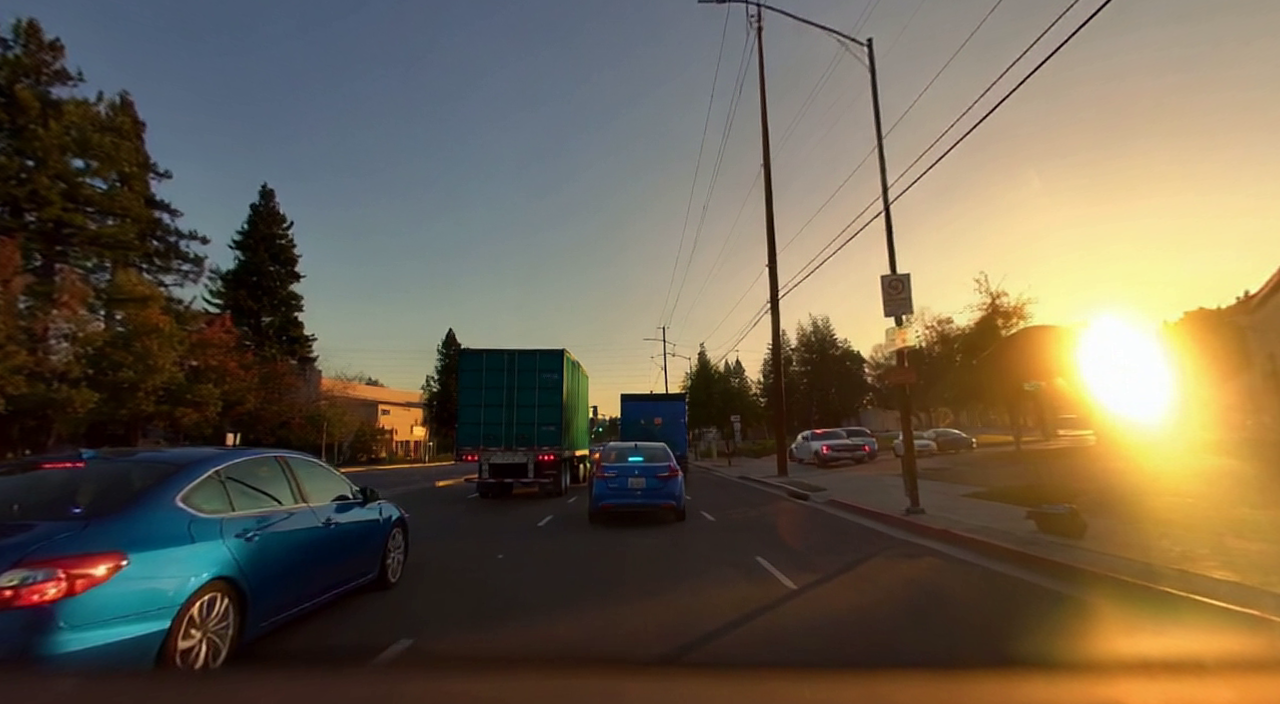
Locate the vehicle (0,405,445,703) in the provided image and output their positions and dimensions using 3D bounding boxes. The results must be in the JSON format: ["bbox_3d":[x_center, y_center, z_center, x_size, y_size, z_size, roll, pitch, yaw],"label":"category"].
[{"bbox_3d":[-3.052,1.236,4.375,1.969,1.471,4.378,0,-8,0],"label":"vehicle"}]

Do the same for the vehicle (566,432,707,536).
[{"bbox_3d":[-0.088,2.246,11.331,2.067,1.506,4.118,0,-8,-1],"label":"vehicle"}]

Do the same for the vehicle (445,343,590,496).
[{"bbox_3d":[-3.291,2.169,19.159,3.020,3.800,7.105,0,-8,-1],"label":"vehicle"}]

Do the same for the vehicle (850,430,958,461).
[{"bbox_3d":[13.255,4.725,31.750,4.574,1.478,1.880,0,-8,3],"label":"vehicle"}]

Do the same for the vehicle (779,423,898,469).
[{"bbox_3d":[8.812,4.232,28.341,2.061,1.845,4.829,6,-10,-34],"label":"vehicle"}]
